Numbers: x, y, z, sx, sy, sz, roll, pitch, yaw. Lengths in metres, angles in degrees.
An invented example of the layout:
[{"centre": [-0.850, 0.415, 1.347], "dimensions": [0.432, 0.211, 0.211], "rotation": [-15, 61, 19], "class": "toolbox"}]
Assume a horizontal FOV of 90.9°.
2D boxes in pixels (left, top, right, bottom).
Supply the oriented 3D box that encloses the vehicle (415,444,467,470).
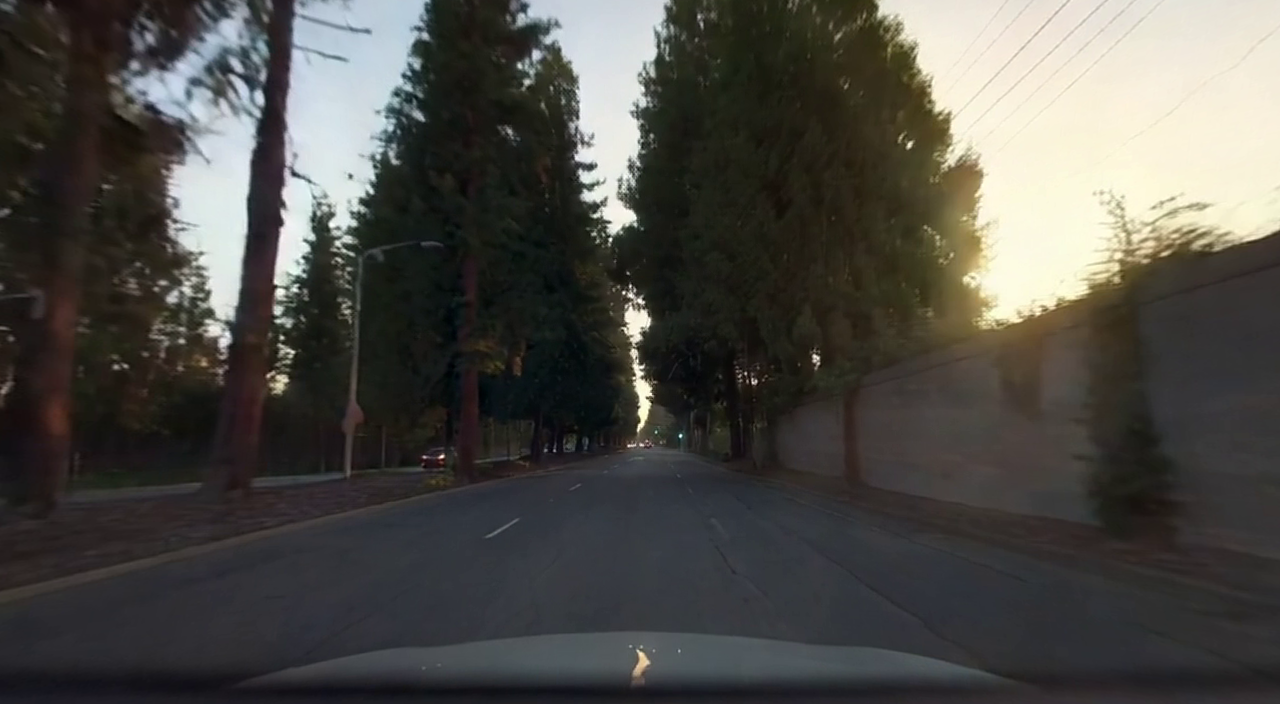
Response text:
[{"centre": [-14.639, 7.709, 46.655], "dimensions": [2.126, 1.796, 4.749], "rotation": [0, -8, 1], "class": "vehicle"}]
